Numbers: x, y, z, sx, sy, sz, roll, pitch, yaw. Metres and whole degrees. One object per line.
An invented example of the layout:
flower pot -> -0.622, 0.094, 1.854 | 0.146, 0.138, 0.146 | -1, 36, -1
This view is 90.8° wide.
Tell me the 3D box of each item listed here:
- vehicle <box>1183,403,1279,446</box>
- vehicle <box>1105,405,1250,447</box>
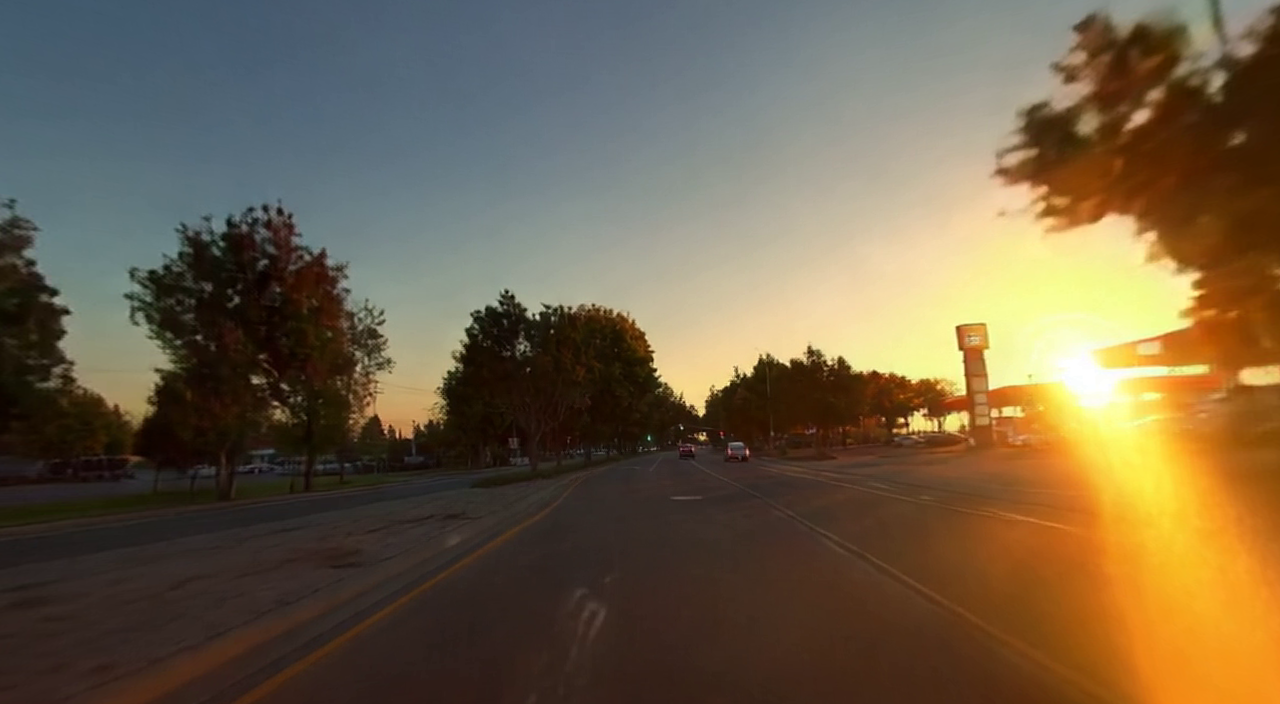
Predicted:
vehicle -> 23.576, 2.783, 24.104 | 3.778, 1.546, 1.949 | -1, -9, 1
vehicle -> 23.130, 3.232, 27.342 | 4.326, 1.695, 1.975 | -1, -9, 3
